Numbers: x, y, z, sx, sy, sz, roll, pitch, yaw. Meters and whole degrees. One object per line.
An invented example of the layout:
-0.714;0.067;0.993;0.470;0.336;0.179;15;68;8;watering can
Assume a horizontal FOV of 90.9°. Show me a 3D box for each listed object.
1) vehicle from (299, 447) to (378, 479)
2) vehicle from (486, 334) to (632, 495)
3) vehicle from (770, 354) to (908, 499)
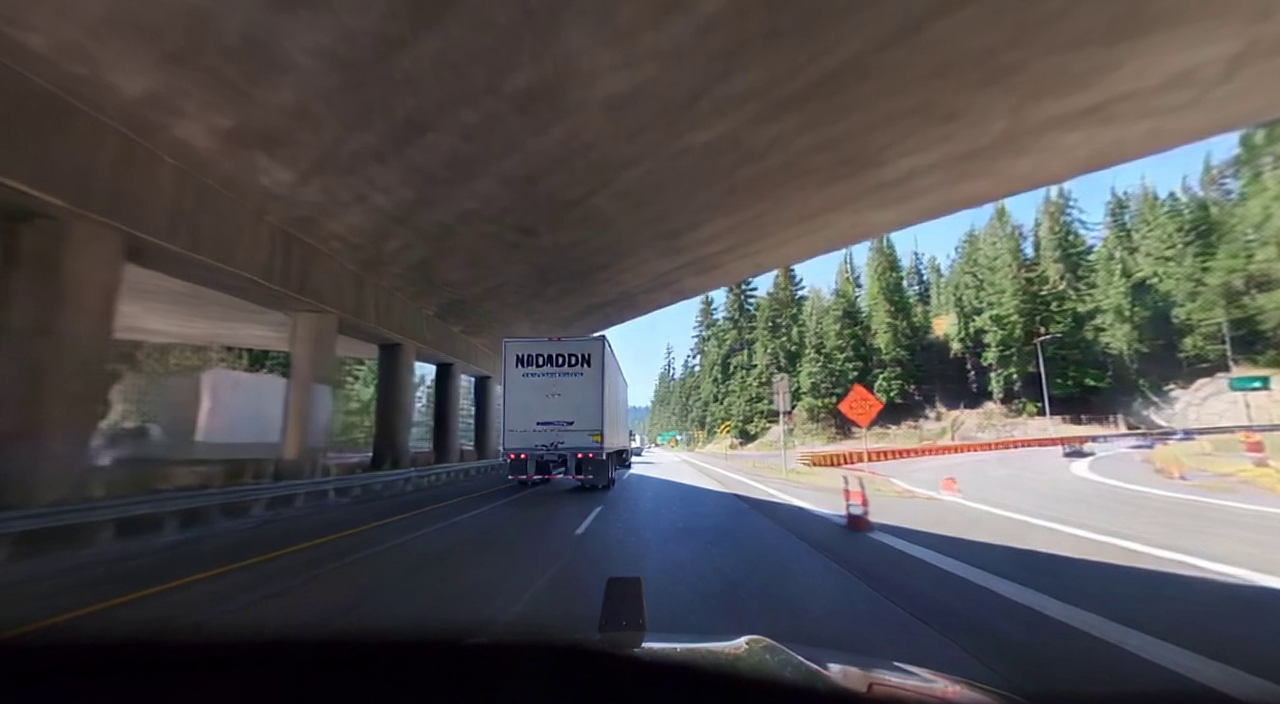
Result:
-16.580;6.074;34.934;2.100;1.605;4.477;0;-8;1;vehicle
-2.128;2.726;24.029;2.873;4.060;16.327;0;-8;2;vehicle
5.253;2.060;17.310;2.928;3.571;3.032;-1;-8;6;vehicle
